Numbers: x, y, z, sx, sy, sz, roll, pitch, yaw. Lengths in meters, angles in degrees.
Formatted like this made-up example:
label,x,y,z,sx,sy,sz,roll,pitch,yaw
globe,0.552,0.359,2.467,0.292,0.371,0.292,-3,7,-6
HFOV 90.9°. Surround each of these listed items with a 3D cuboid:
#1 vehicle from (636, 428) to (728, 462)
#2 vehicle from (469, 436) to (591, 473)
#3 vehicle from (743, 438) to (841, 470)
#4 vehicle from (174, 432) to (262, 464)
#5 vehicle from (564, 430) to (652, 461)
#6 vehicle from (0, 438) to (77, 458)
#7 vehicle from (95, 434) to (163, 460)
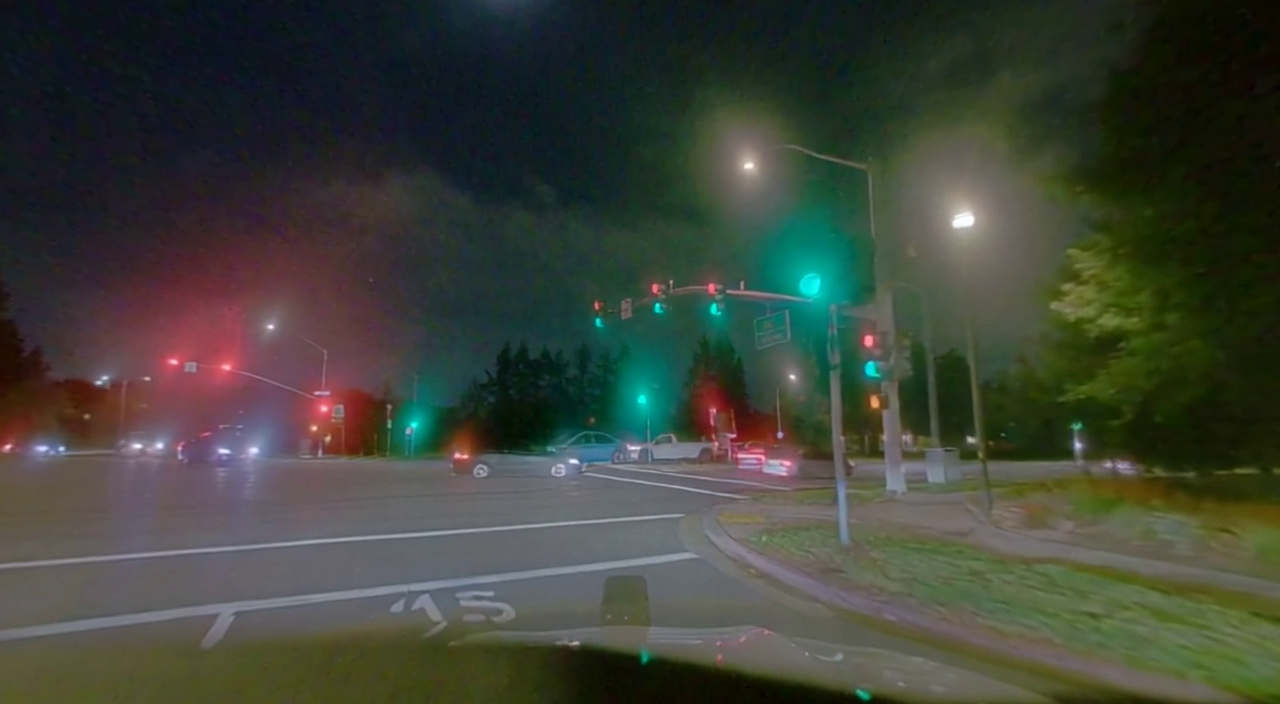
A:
label,x,y,z,sx,sy,sz,roll,pitch,yaw
vehicle,2.828,6.142,41.404,5.791,1.964,2.199,7,-11,-32
vehicle,-4.225,4.030,24.790,4.425,1.366,1.865,0,-9,-1
vehicle,7.699,5.140,31.761,5.032,1.473,1.827,6,-11,-33
vehicle,-20.369,4.637,30.326,4.686,1.425,2.018,-7,-11,38
vehicle,-1.715,5.144,34.589,4.483,1.589,1.852,6,-11,-32
vehicle,-48.092,7.624,49.876,4.826,1.484,2.000,1,-9,-6
vehicle,-36.787,6.834,45.286,5.332,1.807,2.450,-7,-11,37
